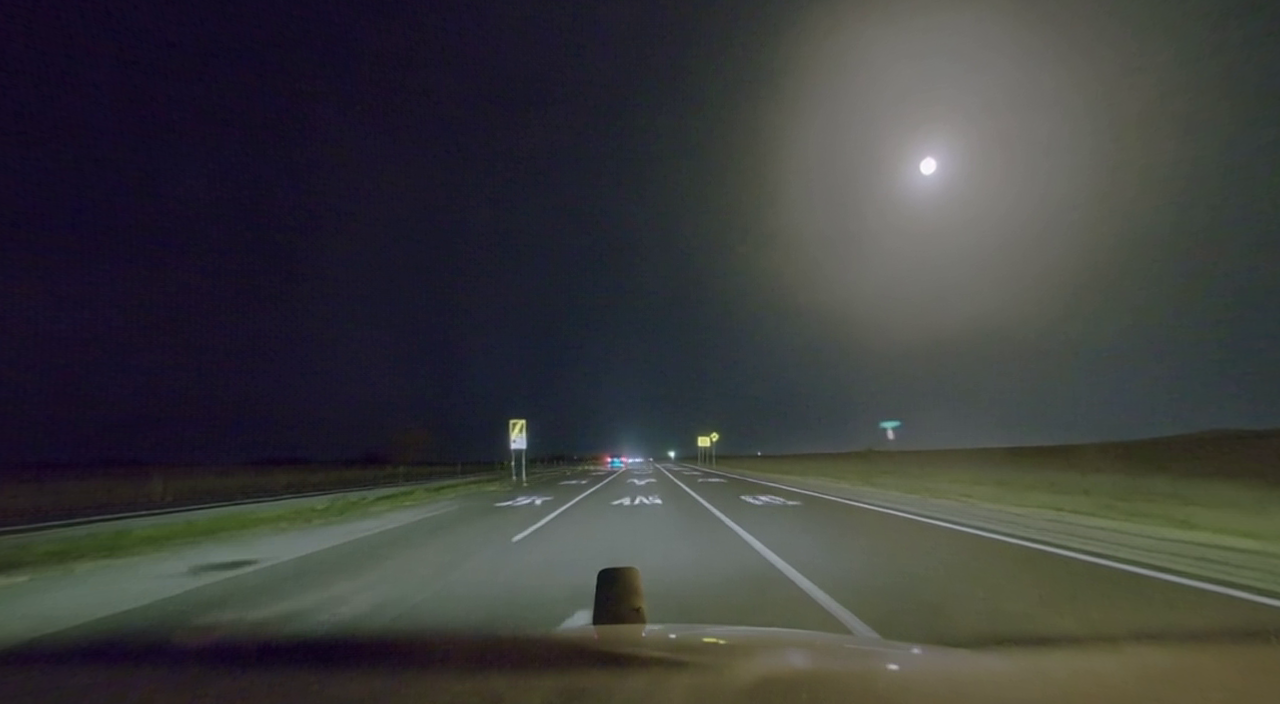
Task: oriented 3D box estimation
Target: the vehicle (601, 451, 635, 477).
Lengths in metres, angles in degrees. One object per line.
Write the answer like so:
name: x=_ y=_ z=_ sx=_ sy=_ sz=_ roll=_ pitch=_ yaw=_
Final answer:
vehicle: x=-1.473 y=7.629 z=43.282 sx=2.053 sy=1.647 sz=4.252 roll=0 pitch=-9 yaw=2
